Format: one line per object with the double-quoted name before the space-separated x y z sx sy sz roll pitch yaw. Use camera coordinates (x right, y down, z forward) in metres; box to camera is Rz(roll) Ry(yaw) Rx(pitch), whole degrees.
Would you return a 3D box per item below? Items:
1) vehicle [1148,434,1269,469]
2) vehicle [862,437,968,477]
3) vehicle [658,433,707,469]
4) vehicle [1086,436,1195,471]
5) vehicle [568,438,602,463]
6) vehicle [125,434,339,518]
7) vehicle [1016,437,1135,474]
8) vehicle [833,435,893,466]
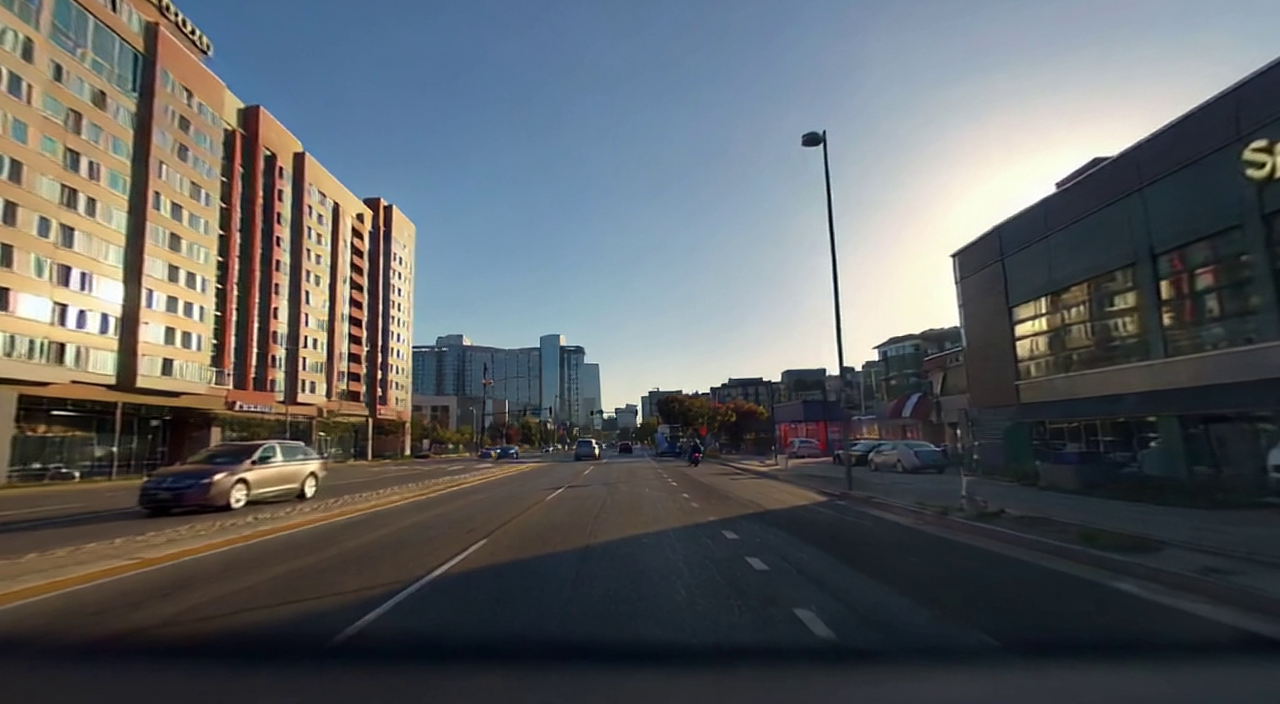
"vehicle" 27.197 4.731 30.436 1.989 1.470 4.105 -3 -8 0
"vehicle" 11.816 4.499 27.549 1.954 1.483 4.742 -2 -7 -7
"vehicle" 2.197 5.352 34.327 2.130 1.787 5.126 0 -8 -2
"vehicle" 23.674 4.809 30.125 1.950 1.495 4.161 -1 -8 4
"vehicle" -3.752 6.809 43.822 2.046 1.617 4.601 0 -8 -2
"vehicle" -8.821 2.674 14.266 1.969 1.489 4.522 -2 -8 -2
"vehicle" 20.077 4.787 29.442 2.013 1.548 4.579 1 -8 -5
"vehicle" 13.950 6.192 39.917 2.019 1.819 4.909 0 -9 0
